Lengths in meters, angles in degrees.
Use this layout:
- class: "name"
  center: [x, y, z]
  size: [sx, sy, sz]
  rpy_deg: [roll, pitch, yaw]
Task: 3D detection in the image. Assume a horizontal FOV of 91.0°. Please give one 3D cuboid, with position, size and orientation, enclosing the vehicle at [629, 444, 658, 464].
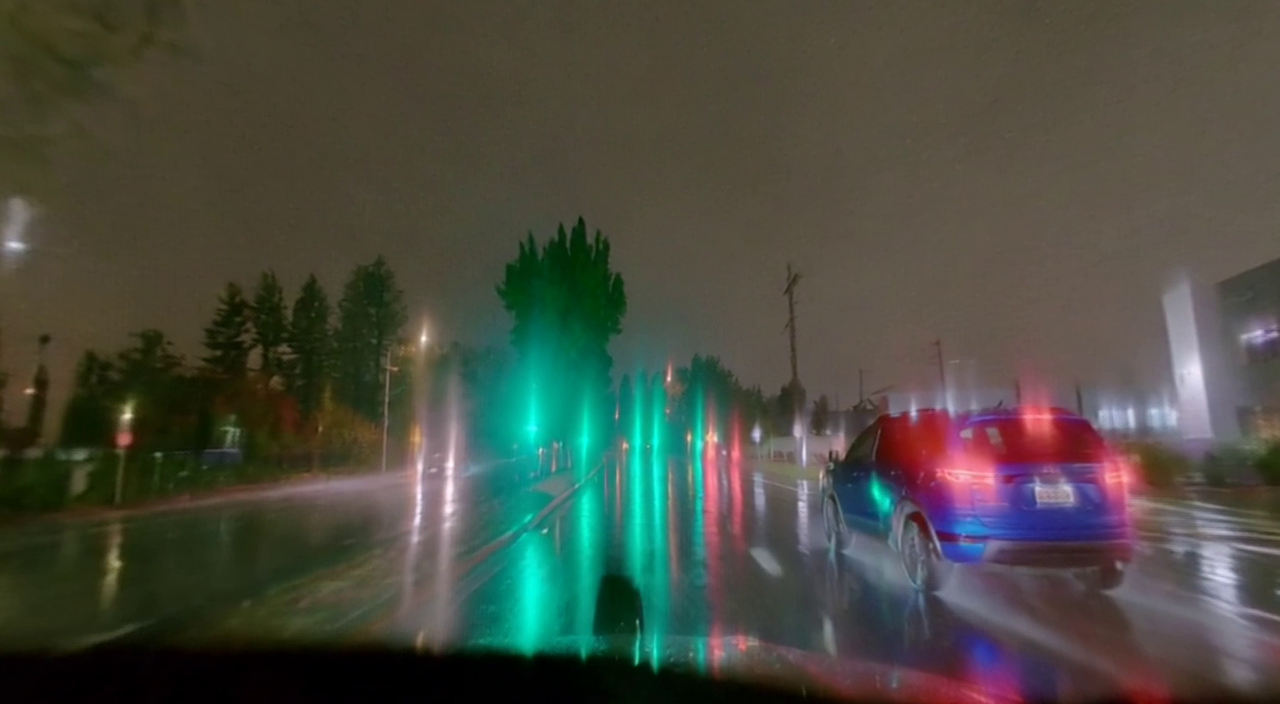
- class: "vehicle"
  center: [0.282, 7.855, 48.484]
  size: [2.131, 1.474, 4.146]
  rpy_deg: [0, -9, 0]

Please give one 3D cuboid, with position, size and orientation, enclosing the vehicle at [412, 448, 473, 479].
- class: "vehicle"
  center: [-10.236, 5.795, 32.955]
  size: [1.932, 1.483, 4.246]
  rpy_deg: [0, -9, -2]

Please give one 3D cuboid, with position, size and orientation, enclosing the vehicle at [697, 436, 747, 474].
- class: "vehicle"
  center: [4.210, 5.417, 33.293]
  size: [2.085, 1.828, 5.383]
  rpy_deg: [0, -9, 2]

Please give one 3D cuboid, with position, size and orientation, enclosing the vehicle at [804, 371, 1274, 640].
- class: "vehicle"
  center: [3.351, 1.388, 6.628]
  size: [2.033, 1.865, 4.360]
  rpy_deg: [0, -9, 0]
